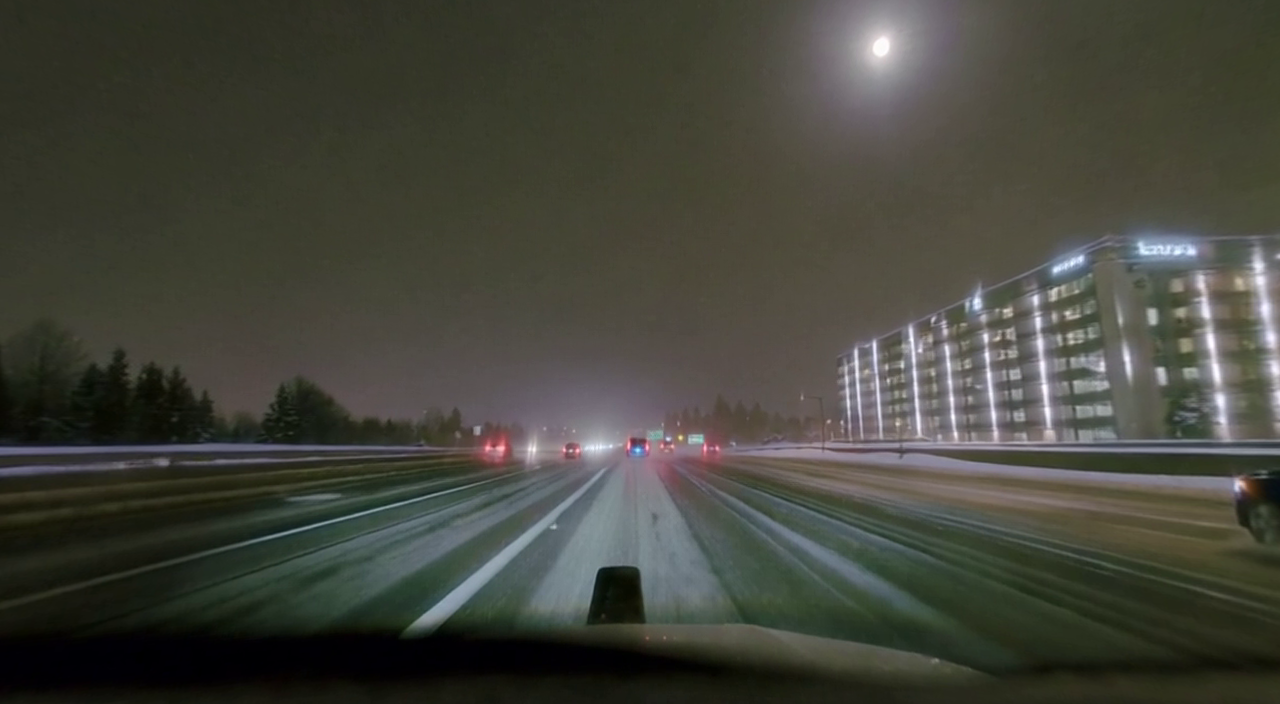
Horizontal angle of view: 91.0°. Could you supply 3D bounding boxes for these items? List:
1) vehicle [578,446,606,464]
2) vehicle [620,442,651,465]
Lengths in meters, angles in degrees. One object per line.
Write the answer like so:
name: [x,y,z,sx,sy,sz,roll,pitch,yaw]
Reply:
vehicle: [-3.710,8.048,49.380,1.825,1.347,3.773,0,-8,1]
vehicle: [-0.285,6.907,43.001,2.036,1.542,3.891,0,-8,0]
